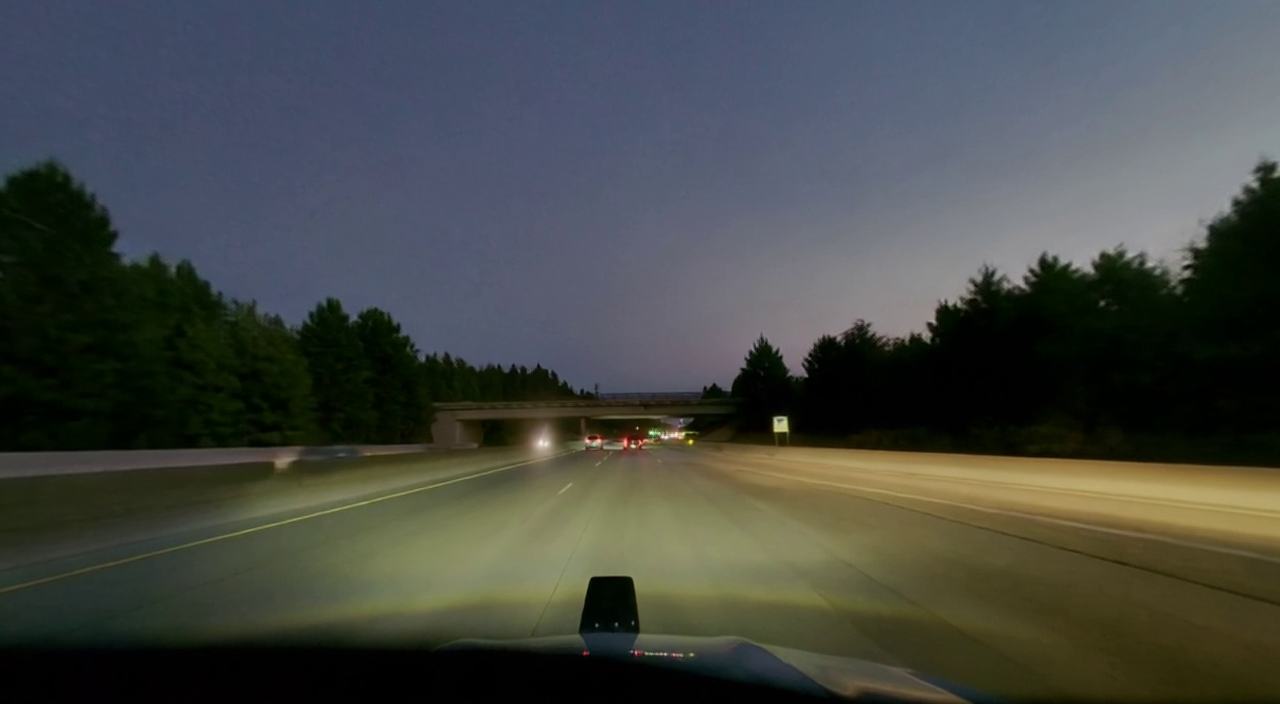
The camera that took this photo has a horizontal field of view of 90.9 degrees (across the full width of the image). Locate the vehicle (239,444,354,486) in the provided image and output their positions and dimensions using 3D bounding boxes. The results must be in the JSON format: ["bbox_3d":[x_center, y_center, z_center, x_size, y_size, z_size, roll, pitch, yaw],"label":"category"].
[{"bbox_3d":[-12.649,4.152,23.524,2.234,1.419,3.679,0,-8,-1],"label":"vehicle"}]
